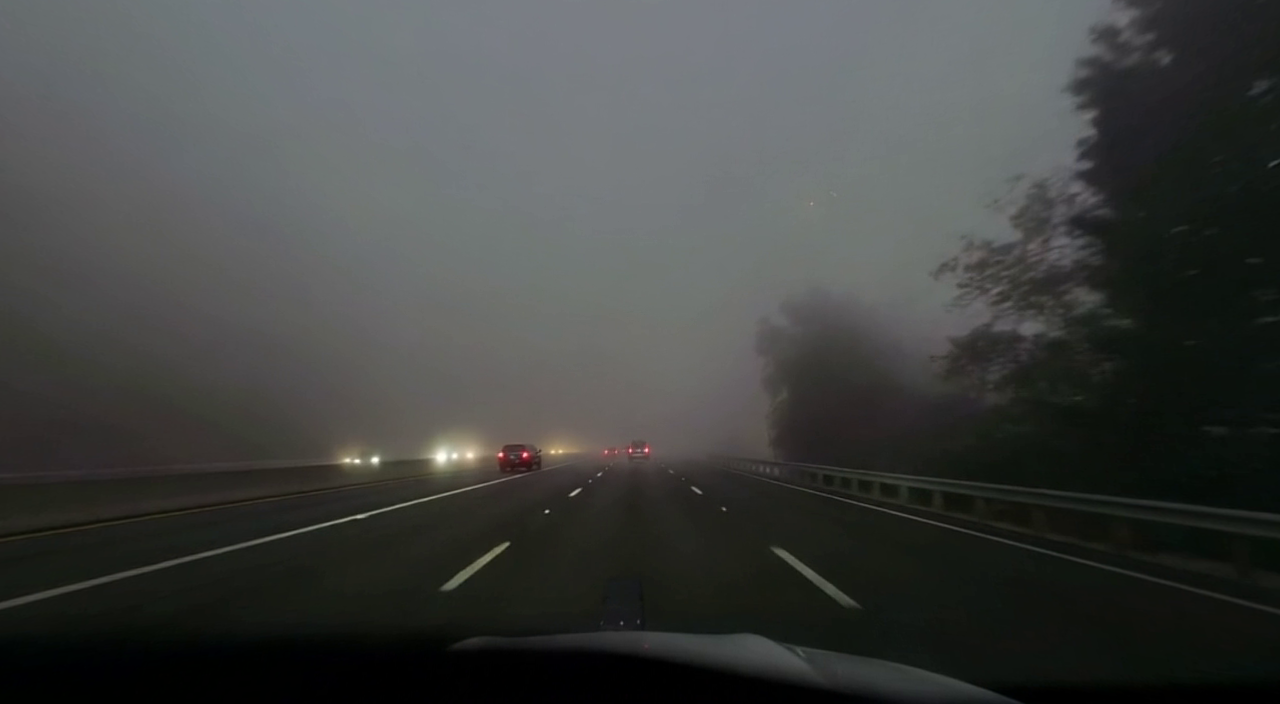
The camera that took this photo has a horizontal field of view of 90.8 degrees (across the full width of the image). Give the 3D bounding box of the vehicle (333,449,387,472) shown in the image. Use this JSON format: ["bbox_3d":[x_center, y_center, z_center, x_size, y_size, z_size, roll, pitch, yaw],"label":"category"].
[{"bbox_3d":[-19.087,7.395,43.135,1.780,1.466,3.993,0,-9,1],"label":"vehicle"}]

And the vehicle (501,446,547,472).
[{"bbox_3d":[-7.242,6.731,39.880,1.973,1.494,4.419,0,-9,1],"label":"vehicle"}]
